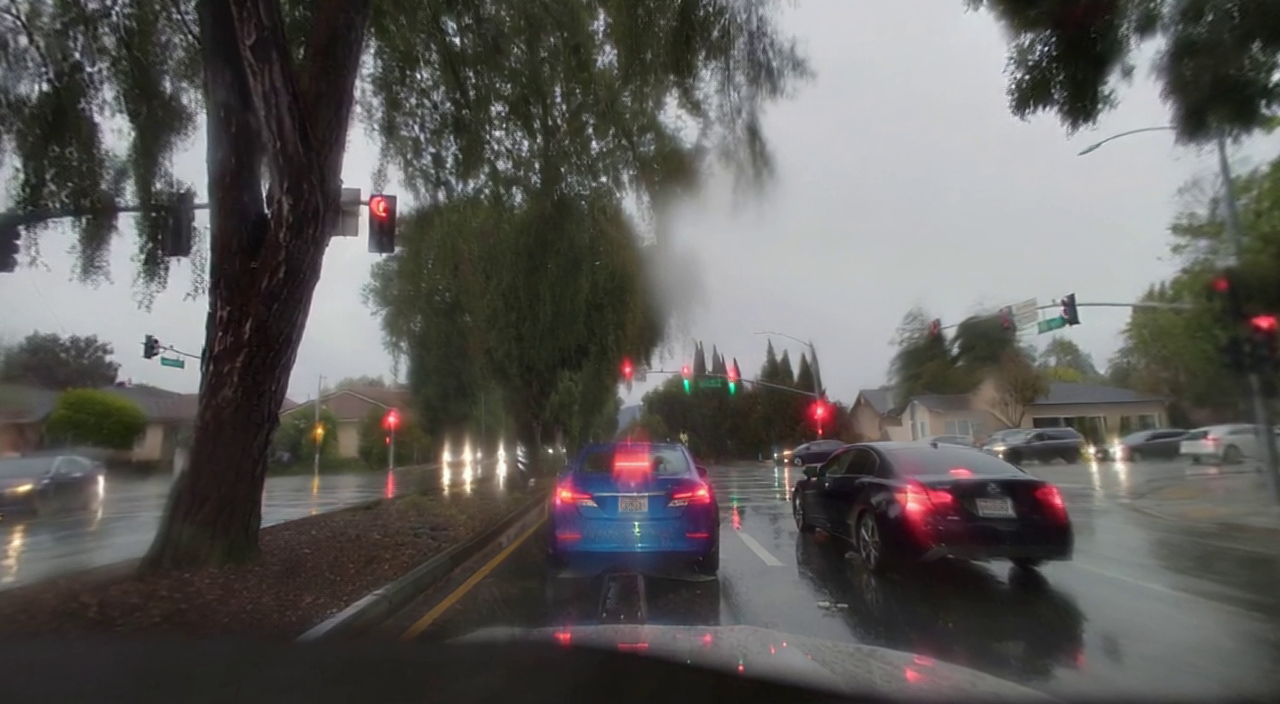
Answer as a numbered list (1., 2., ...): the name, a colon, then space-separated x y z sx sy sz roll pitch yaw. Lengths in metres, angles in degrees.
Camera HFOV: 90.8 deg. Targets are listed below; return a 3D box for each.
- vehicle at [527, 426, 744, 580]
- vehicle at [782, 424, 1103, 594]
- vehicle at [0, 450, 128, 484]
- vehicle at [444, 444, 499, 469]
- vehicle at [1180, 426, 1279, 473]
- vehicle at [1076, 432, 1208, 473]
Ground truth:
1. vehicle: -0.062 1.780 8.253 2.103 1.478 4.073 0 -8 -1
2. vehicle: 3.177 1.714 7.764 1.913 1.505 4.097 0 -8 0
3. vehicle: -28.287 5.617 31.052 4.538 1.591 1.949 0 -8 1
4. vehicle: -11.139 6.923 42.195 2.102 1.531 5.072 0 -8 2
5. vehicle: 26.703 4.143 26.992 5.073 1.916 2.290 0 -8 1
6. vehicle: 24.005 4.792 30.328 4.520 1.762 2.005 -2 -8 -1
